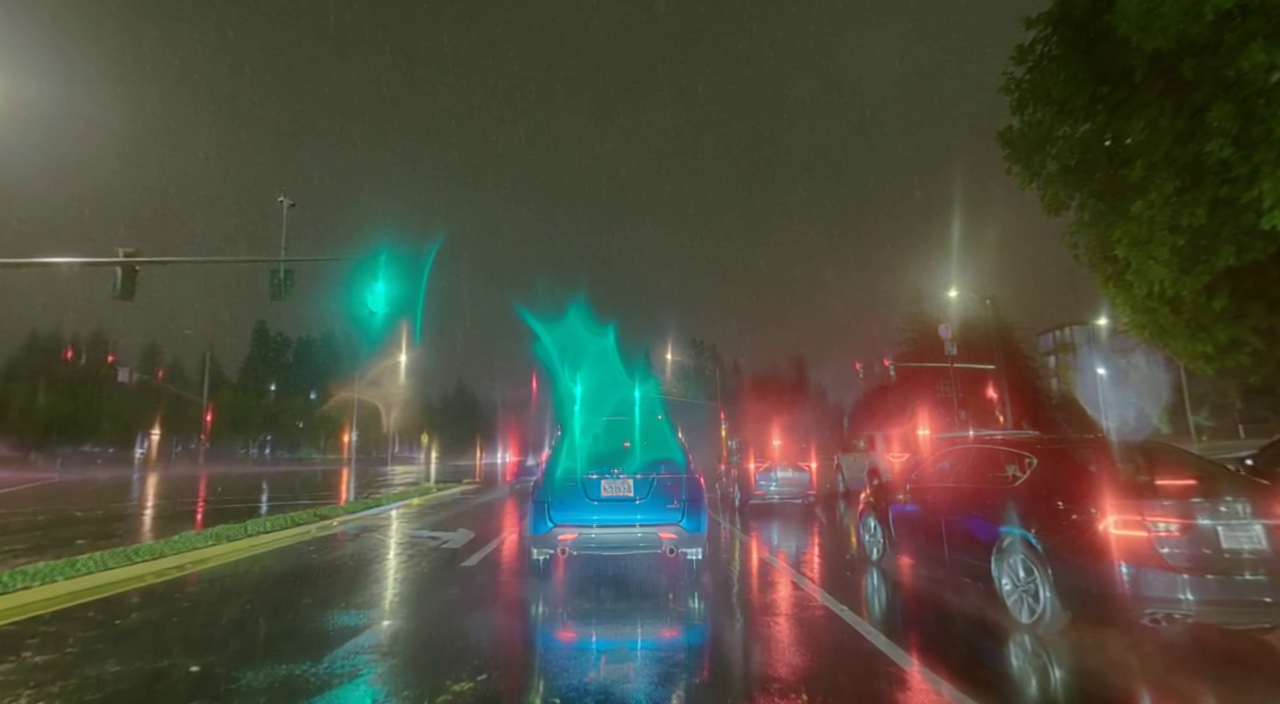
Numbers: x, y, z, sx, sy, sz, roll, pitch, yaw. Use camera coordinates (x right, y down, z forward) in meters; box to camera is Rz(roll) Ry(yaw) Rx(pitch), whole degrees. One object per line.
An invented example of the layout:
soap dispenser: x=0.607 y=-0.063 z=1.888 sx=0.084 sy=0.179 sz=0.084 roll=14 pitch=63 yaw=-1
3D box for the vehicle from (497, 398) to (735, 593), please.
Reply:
vehicle: x=-0.267 y=1.556 z=7.632 sx=2.101 sy=1.707 sz=3.904 roll=0 pitch=-8 yaw=-2

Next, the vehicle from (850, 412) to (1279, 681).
vehicle: x=3.617 y=1.395 z=5.699 sx=1.861 sy=1.478 sz=4.185 roll=0 pitch=-8 yaw=-2

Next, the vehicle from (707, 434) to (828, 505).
vehicle: x=2.979 y=2.848 z=15.774 sx=1.950 sy=1.506 sz=4.086 roll=0 pitch=-8 yaw=-3

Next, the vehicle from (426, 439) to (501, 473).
vehicle: x=-10.178 y=5.920 z=36.186 sx=2.186 sy=1.794 sz=4.972 roll=7 pitch=-11 yaw=-40
